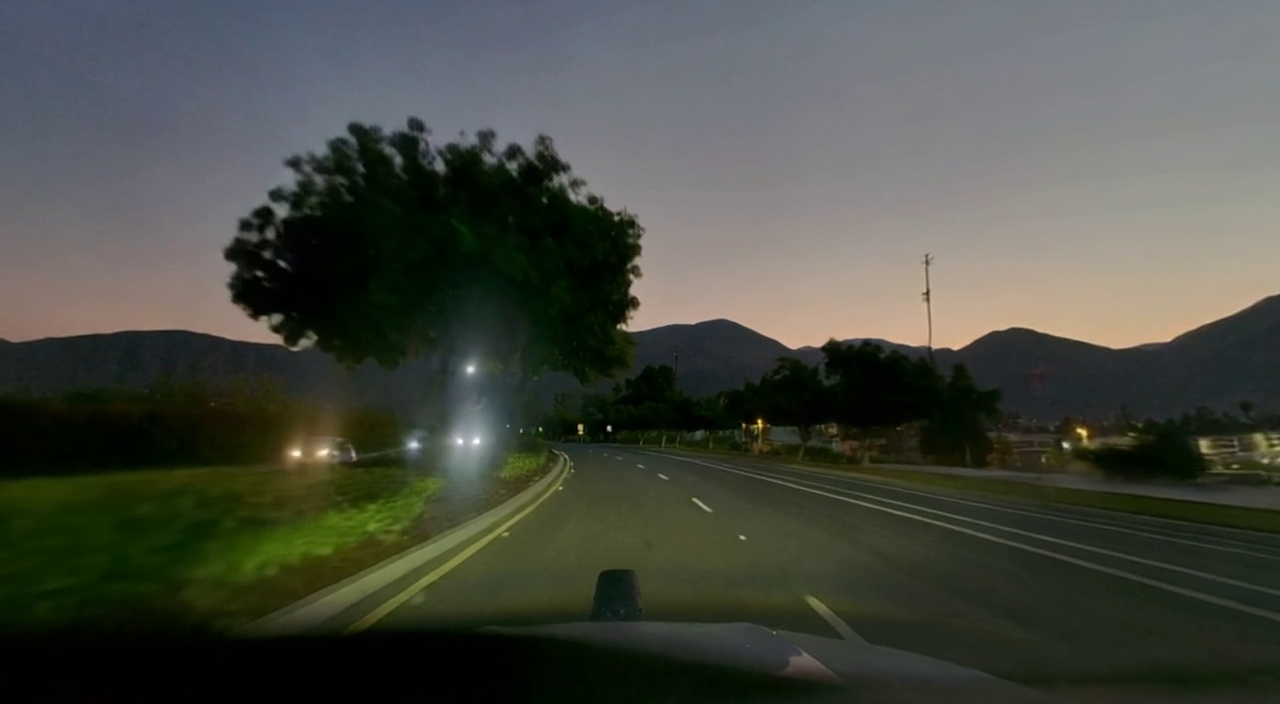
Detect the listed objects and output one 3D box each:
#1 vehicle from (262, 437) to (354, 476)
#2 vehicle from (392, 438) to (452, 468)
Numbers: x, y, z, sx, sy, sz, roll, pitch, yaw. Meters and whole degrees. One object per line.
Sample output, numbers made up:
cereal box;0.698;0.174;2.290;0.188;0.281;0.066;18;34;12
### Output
vehicle;-14.001;4.420;26.882;1.842;1.495;4.375;0;-8;-5
vehicle;-11.381;5.308;33.255;1.953;1.458;4.544;1;-8;-5
